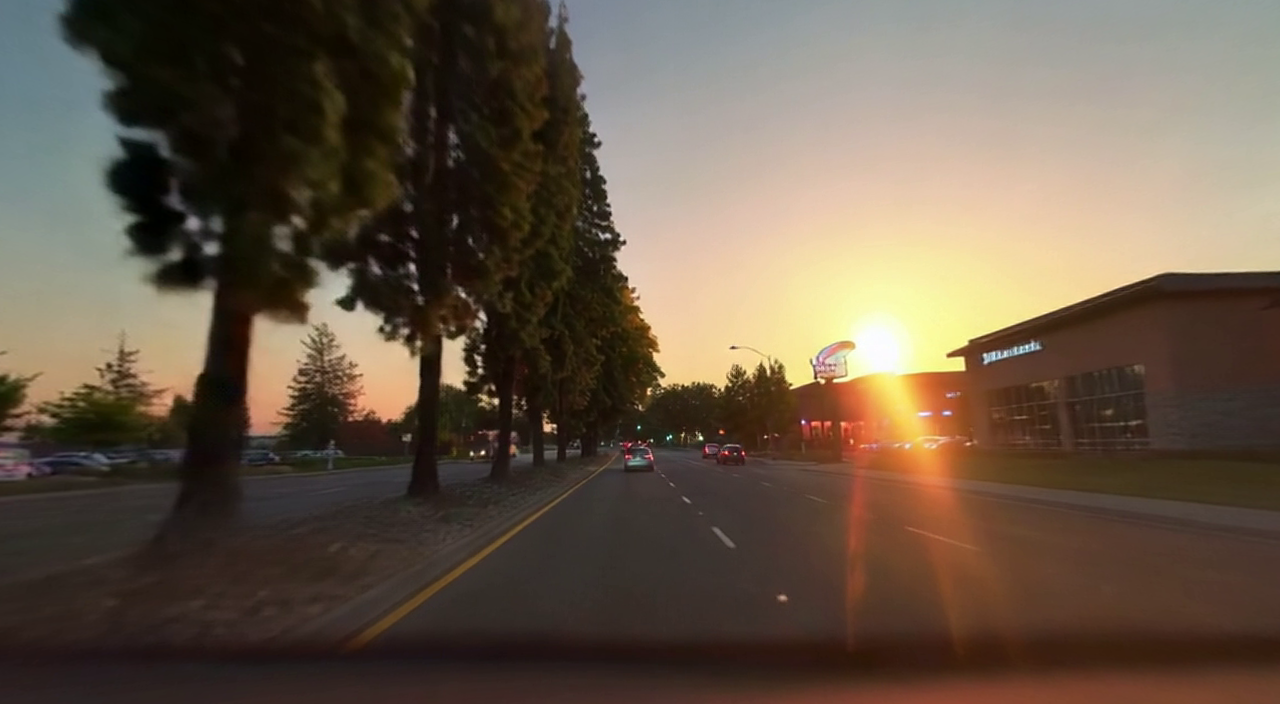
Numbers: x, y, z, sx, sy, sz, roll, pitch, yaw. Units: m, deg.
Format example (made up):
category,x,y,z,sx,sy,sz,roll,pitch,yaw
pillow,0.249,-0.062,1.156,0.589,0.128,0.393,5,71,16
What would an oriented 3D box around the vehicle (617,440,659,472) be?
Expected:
category,x,y,z,sx,sy,sz,roll,pitch,yaw
vehicle,-0.158,5.478,33.408,2.072,1.545,4.578,0,-8,-1
